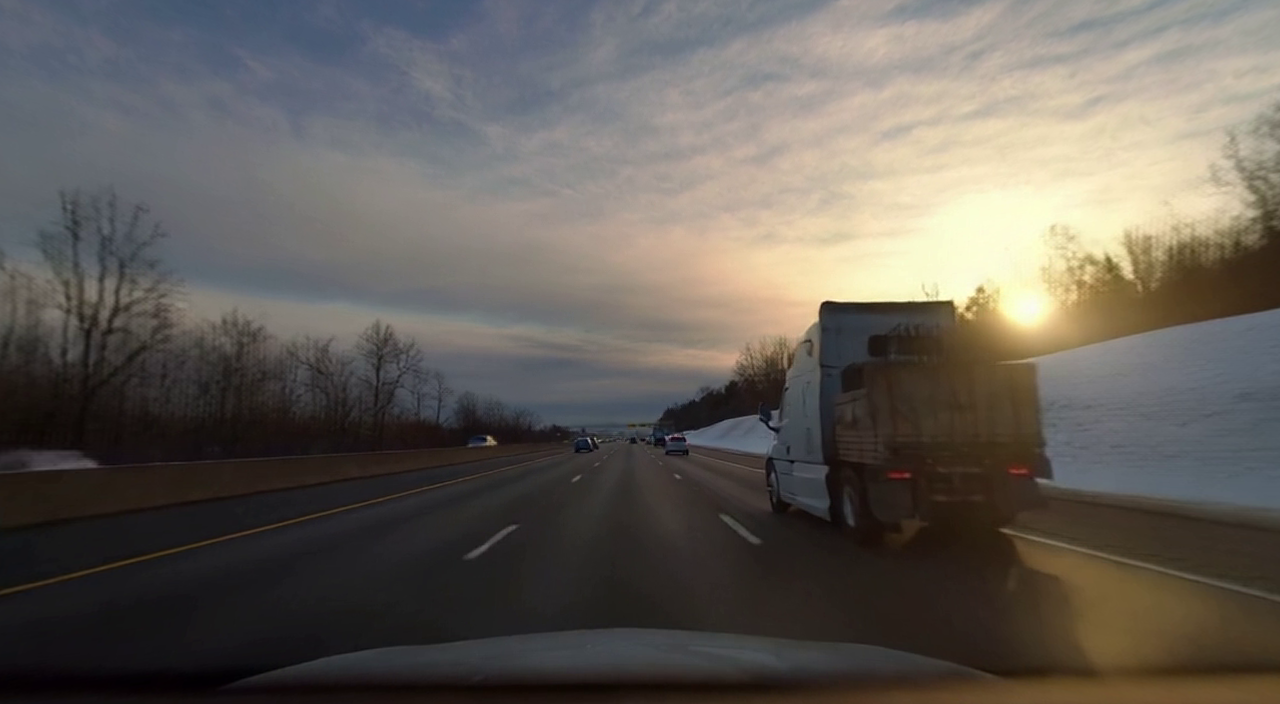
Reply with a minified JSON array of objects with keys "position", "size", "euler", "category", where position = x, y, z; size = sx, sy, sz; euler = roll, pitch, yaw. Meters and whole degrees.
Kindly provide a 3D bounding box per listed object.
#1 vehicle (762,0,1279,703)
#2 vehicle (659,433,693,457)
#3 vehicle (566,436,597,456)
[{"position":[4.096,0.335,7.669],"size":[3.004,3.881,9.742],"euler":[0,-8,-1],"category":"vehicle"},{"position":[2.609,6.796,46.235],"size":[2.124,1.696,4.173],"euler":[0,-8,-2],"category":"vehicle"},{"position":[-4.423,7.196,48.208],"size":[2.017,1.484,4.088],"euler":[0,-8,0],"category":"vehicle"}]
